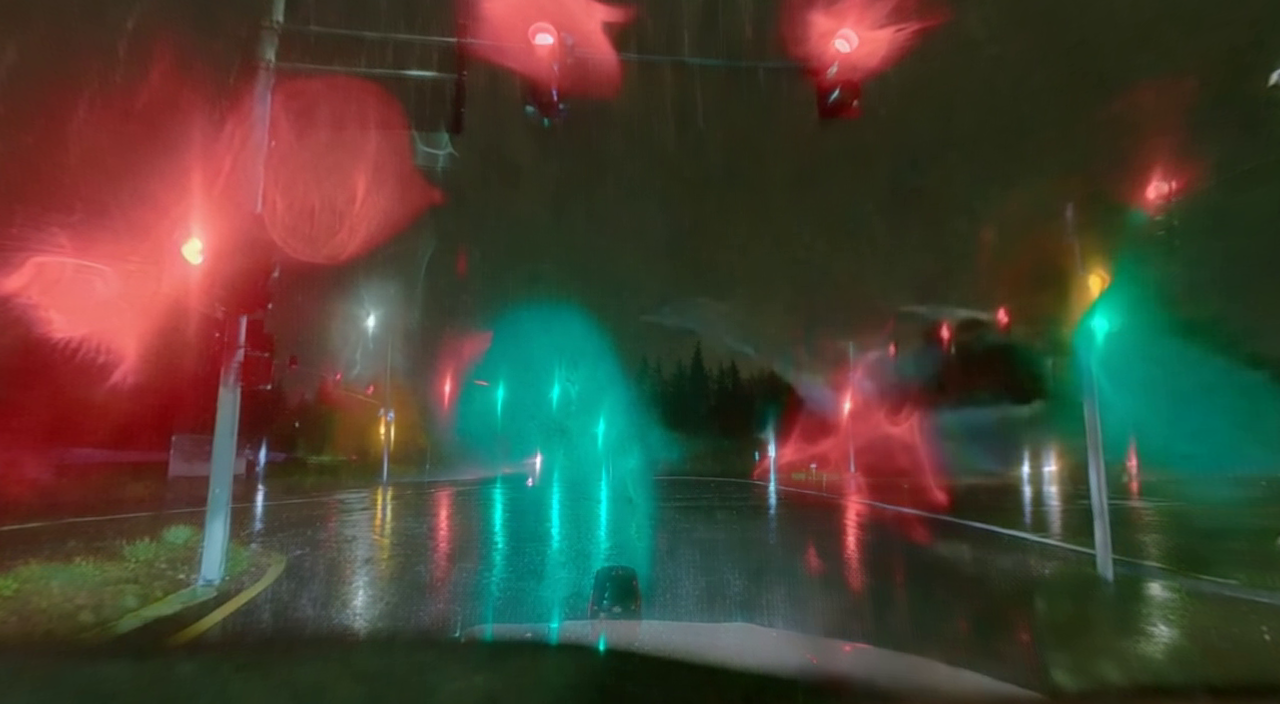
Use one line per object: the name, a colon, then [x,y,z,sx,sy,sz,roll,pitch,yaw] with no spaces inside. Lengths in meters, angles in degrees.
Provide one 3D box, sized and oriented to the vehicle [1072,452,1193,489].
vehicle: [22.704,5.454,29.124,3.998,1.590,1.936,1,-10,-6]
